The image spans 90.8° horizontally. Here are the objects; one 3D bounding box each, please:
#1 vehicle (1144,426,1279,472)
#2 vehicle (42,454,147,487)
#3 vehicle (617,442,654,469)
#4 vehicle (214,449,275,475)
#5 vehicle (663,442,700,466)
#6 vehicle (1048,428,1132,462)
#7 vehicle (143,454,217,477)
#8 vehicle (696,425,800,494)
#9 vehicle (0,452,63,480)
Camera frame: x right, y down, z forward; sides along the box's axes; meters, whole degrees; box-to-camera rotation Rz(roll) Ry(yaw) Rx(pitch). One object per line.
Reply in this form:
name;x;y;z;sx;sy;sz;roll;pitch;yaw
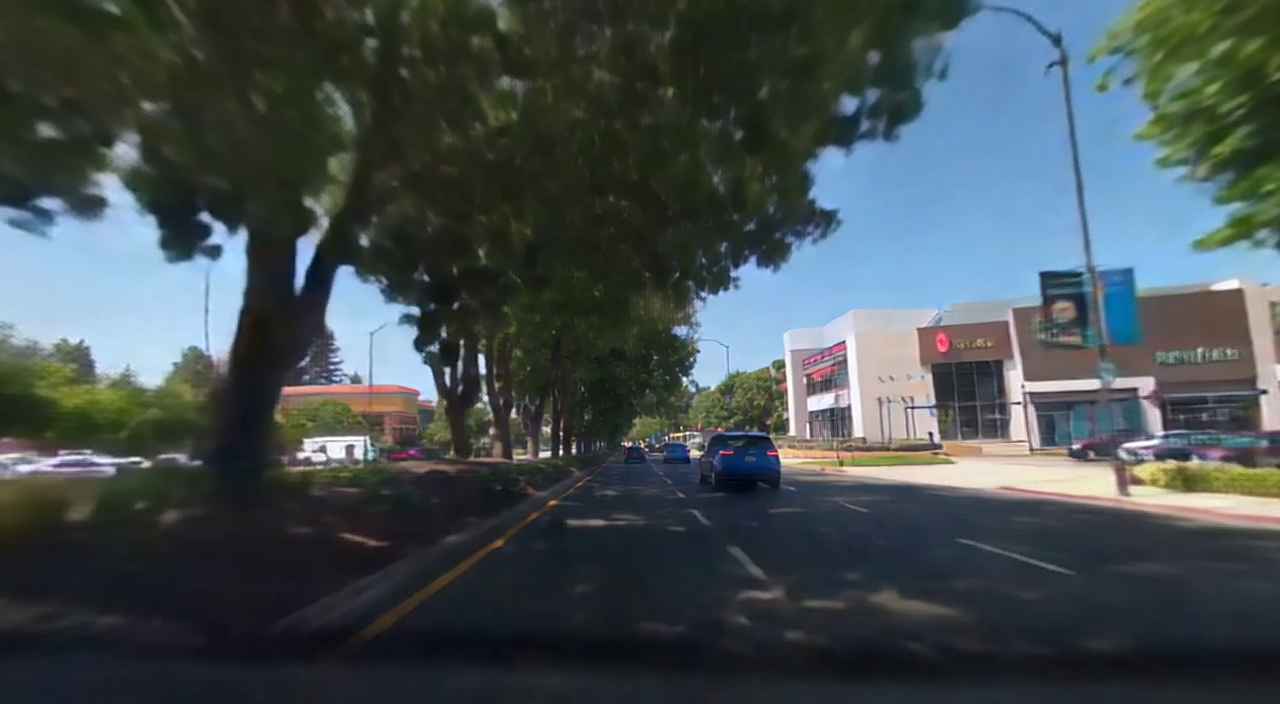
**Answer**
vehicle;20.173;3.272;21.449;4.380;1.444;1.924;-1;-8;0
vehicle;-28.227;6.130;32.884;1.956;1.476;3.991;-1;-8;-2
vehicle;-0.292;5.980;36.792;2.056;1.440;3.798;0;-8;-1
vehicle;-28.514;7.892;45.684;1.897;1.704;4.153;0;-8;-5
vehicle;2.546;6.420;39.810;1.970;1.402;3.756;0;-8;-2
vehicle;25.166;5.221;35.513;1.788;1.741;4.278;-1;-8;4
vehicle;-32.000;7.859;44.133;1.924;1.430;4.367;0;-8;-1
vehicle;3.130;3.234;19.402;2.140;1.811;4.593;0;-8;-3
vehicle;-43.064;7.818;43.339;1.966;1.759;5.491;0;-8;-4
